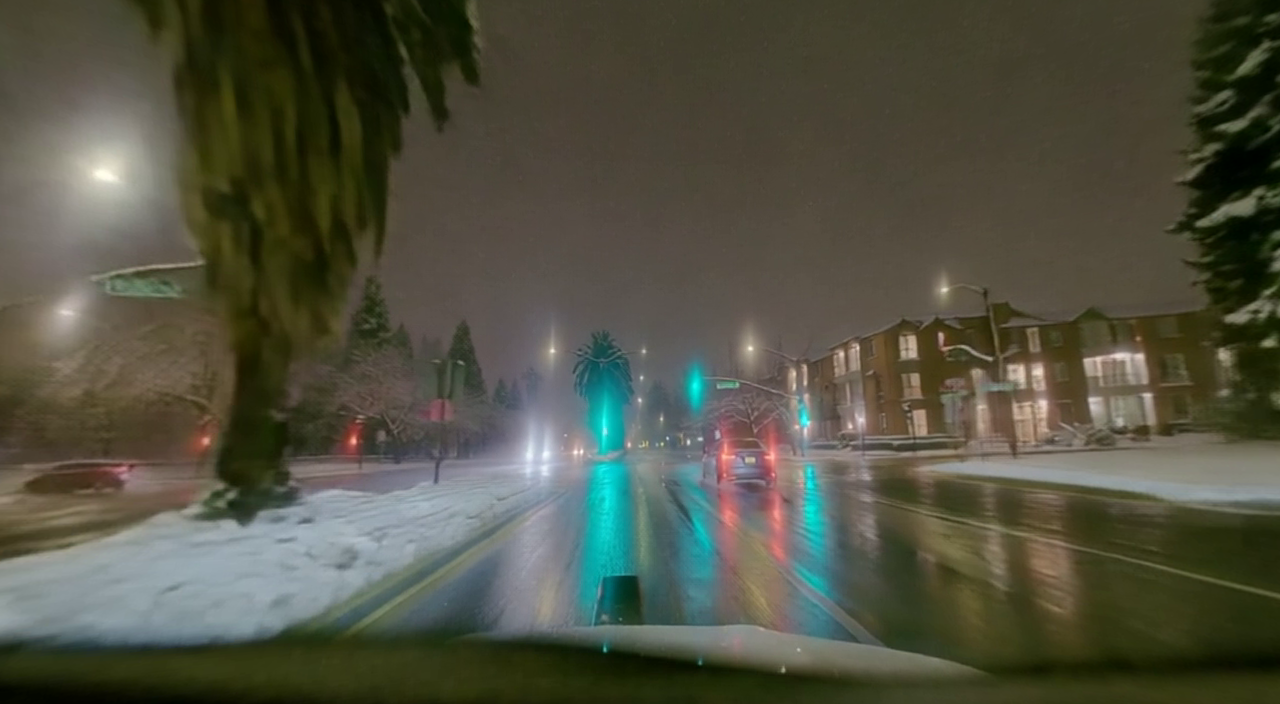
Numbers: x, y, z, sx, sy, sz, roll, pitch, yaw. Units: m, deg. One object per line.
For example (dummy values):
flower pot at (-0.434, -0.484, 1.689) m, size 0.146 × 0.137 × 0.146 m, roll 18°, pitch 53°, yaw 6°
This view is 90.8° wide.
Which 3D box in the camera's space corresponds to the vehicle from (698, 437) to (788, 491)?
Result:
vehicle at (3.061, 3.432, 19.737) m, size 1.964 × 1.448 × 4.295 m, roll 0°, pitch -8°, yaw -2°

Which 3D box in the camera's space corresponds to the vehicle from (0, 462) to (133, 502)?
vehicle at (-26.802, 6.042, 29.538) m, size 4.558 × 1.718 × 2.151 m, roll -2°, pitch -8°, yaw 8°
